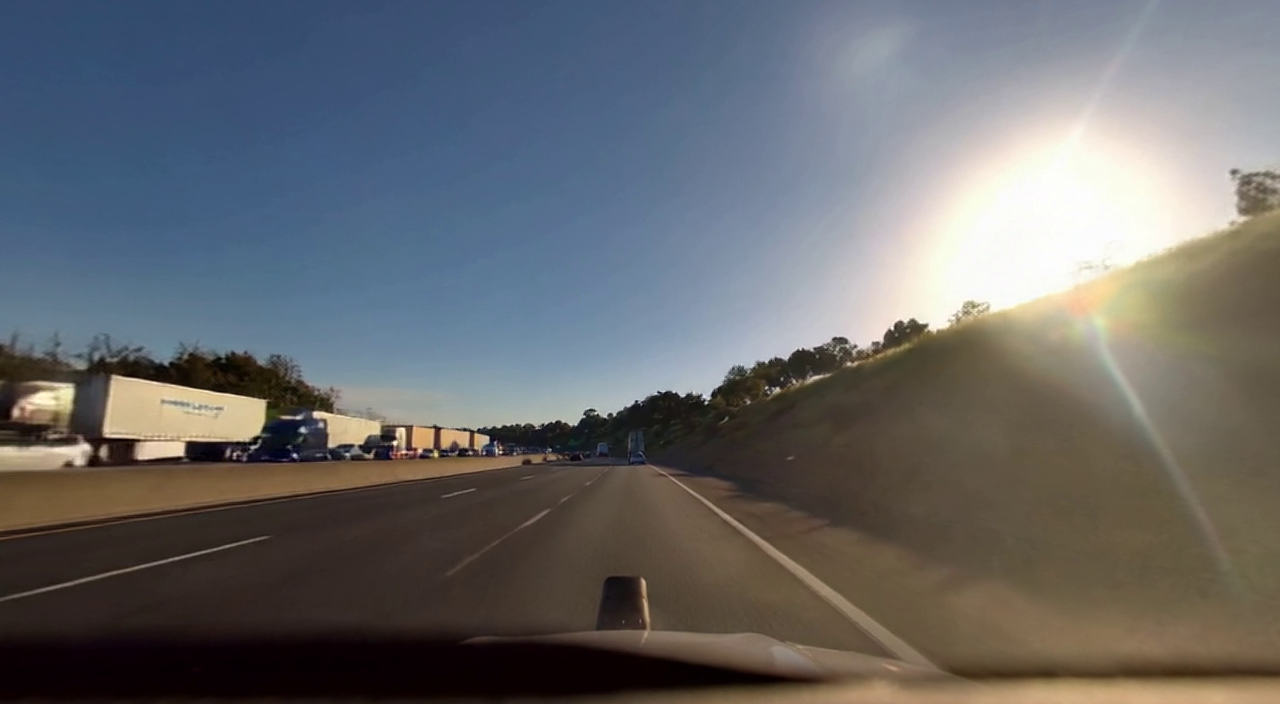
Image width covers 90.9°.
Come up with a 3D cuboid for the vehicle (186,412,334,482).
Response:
[{"bbox_3d":[-14.900,3.822,25.281,2.382,2.437,5.706,0,-9,-1],"label":"vehicle"}]

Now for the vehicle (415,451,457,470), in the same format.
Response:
[{"bbox_3d":[-16.016,8.506,49.612,1.884,1.436,4.220,0,-9,0],"label":"vehicle"}]

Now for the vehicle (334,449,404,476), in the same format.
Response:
[{"bbox_3d":[-15.257,6.245,35.785,1.863,1.438,4.669,0,-9,0],"label":"vehicle"}]

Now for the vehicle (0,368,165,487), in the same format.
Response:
[{"bbox_3d":[-23.190,3.109,24.870,2.949,3.989,7.478,0,-9,-1],"label":"vehicle"}]
